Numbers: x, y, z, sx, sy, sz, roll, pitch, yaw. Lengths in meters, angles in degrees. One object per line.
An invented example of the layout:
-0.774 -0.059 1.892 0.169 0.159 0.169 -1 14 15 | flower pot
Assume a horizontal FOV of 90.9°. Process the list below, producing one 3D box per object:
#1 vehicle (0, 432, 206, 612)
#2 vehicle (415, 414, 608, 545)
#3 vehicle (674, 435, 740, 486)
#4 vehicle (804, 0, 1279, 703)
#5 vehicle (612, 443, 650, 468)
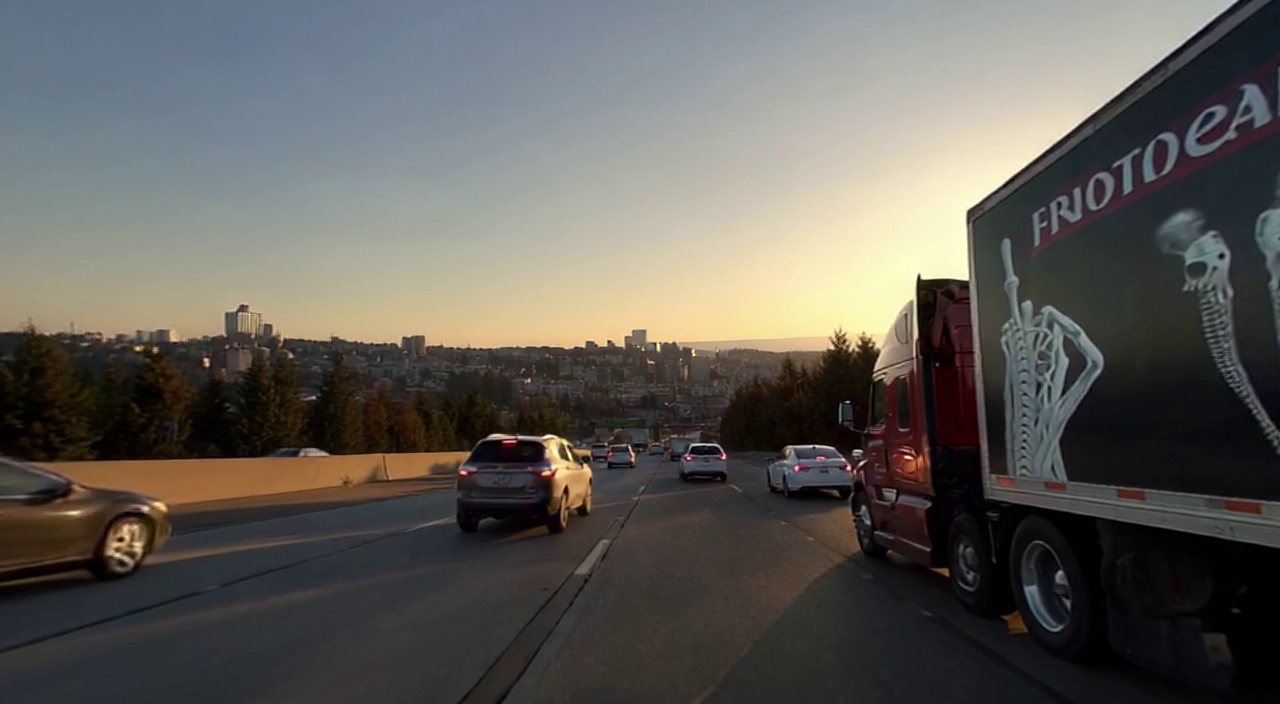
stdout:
-6.218 1.353 4.883 1.965 1.443 4.968 -1 -8 4 | vehicle
-1.924 2.122 11.173 2.153 1.805 4.631 -1 -8 4 | vehicle
2.383 3.990 23.553 2.156 1.701 4.494 -1 -8 3 | vehicle
3.972 0.589 5.439 2.987 3.212 9.311 -1 -8 3 | vehicle
-0.495 6.498 39.731 2.036 1.441 4.253 -1 -8 4 | vehicle
